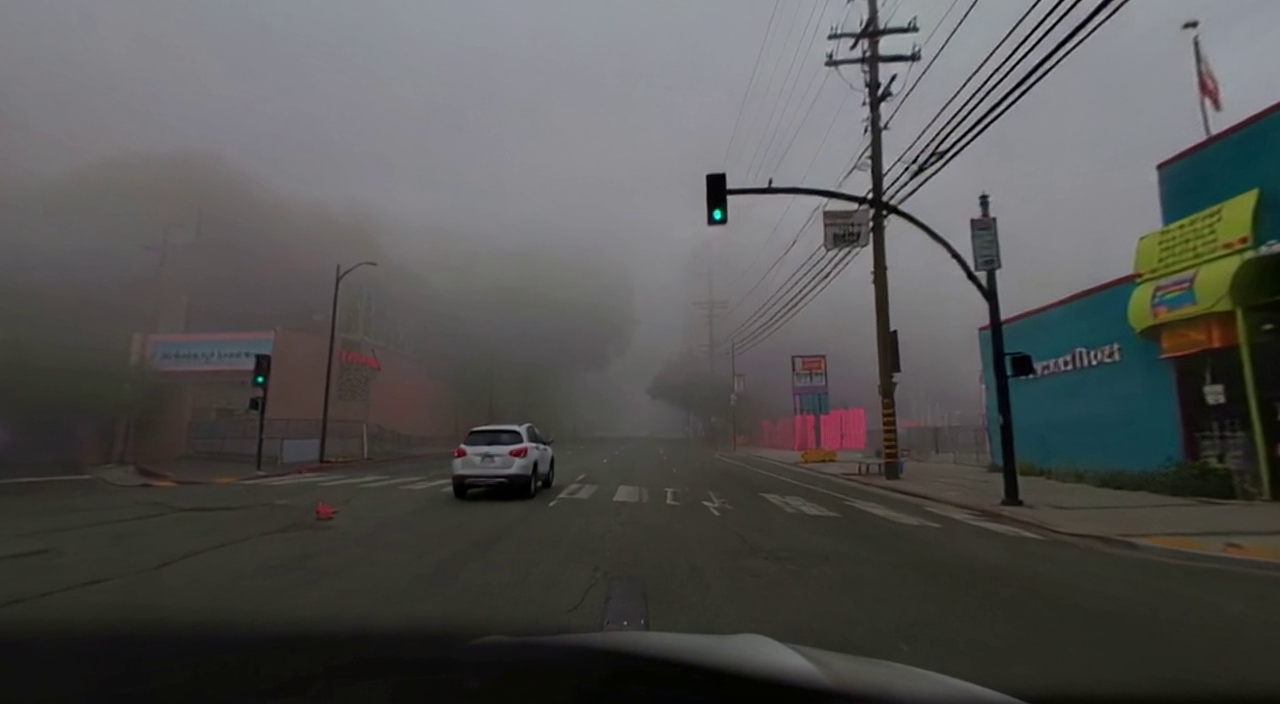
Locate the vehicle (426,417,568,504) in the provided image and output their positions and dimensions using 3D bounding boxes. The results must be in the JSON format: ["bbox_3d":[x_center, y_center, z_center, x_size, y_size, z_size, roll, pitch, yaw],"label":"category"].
[{"bbox_3d":[-2.928,2.359,14.090,2.036,1.589,4.549,-1,-8,1],"label":"vehicle"}]
